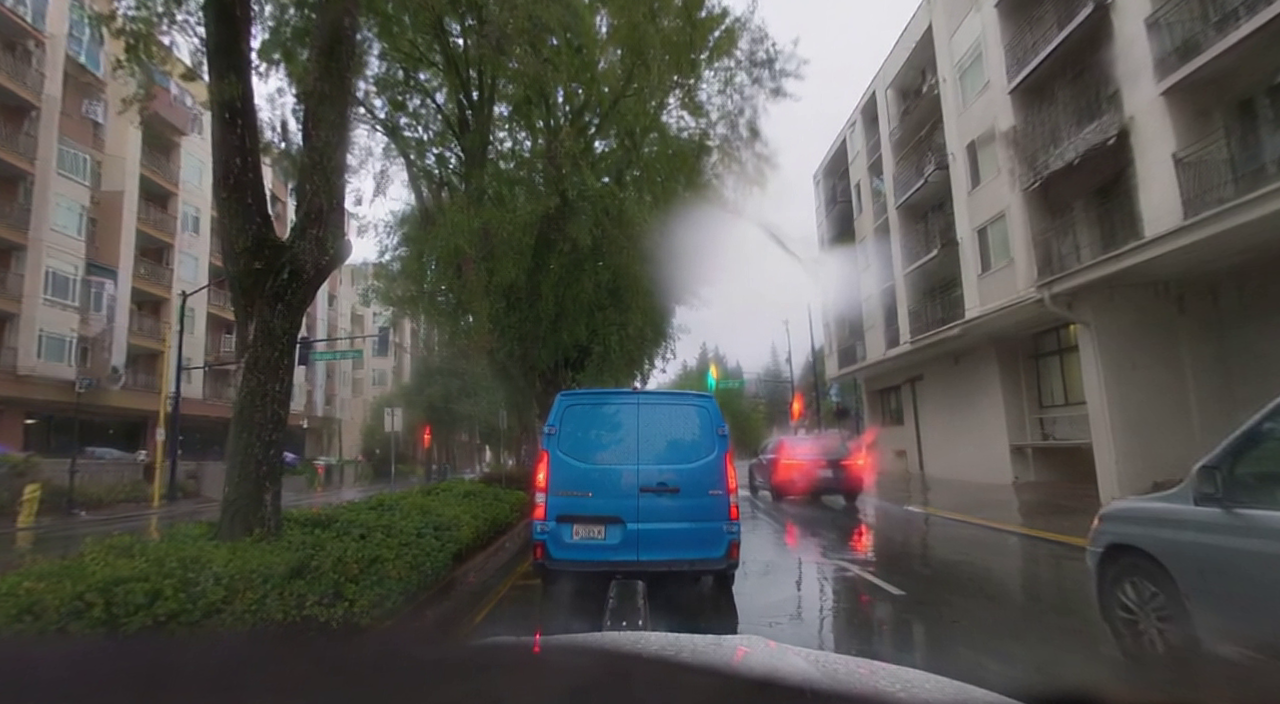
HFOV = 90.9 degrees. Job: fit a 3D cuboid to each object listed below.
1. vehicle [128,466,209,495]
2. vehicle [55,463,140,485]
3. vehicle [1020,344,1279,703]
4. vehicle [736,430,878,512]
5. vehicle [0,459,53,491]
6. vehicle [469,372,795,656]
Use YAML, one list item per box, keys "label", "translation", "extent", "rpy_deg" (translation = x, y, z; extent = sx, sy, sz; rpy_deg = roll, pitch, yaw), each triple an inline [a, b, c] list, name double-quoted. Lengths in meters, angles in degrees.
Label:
- label: "vehicle"
  translation: [-33.223, 9.069, 44.528]
  extent: [4.292, 1.492, 1.772]
  rpy_deg: [-6, -14, -1]
- label: "vehicle"
  translation: [-38.390, 8.635, 44.655]
  extent: [4.396, 1.458, 1.809]
  rpy_deg: [-1, -9, 2]
- label: "vehicle"
  translation: [3.805, 0.797, 2.373]
  extent: [2.157, 1.748, 4.130]
  rpy_deg: [0, -9, 1]
- label: "vehicle"
  translation: [3.838, 2.837, 15.496]
  extent: [2.061, 1.676, 4.734]
  rpy_deg: [0, -9, -2]
- label: "vehicle"
  translation: [-35.482, 6.851, 35.189]
  extent: [3.843, 1.680, 1.782]
  rpy_deg: [-1, -9, 6]
- label: "vehicle"
  translation: [-0.039, 1.368, 6.304]
  extent: [2.101, 1.828, 4.270]
  rpy_deg: [0, -9, 0]
